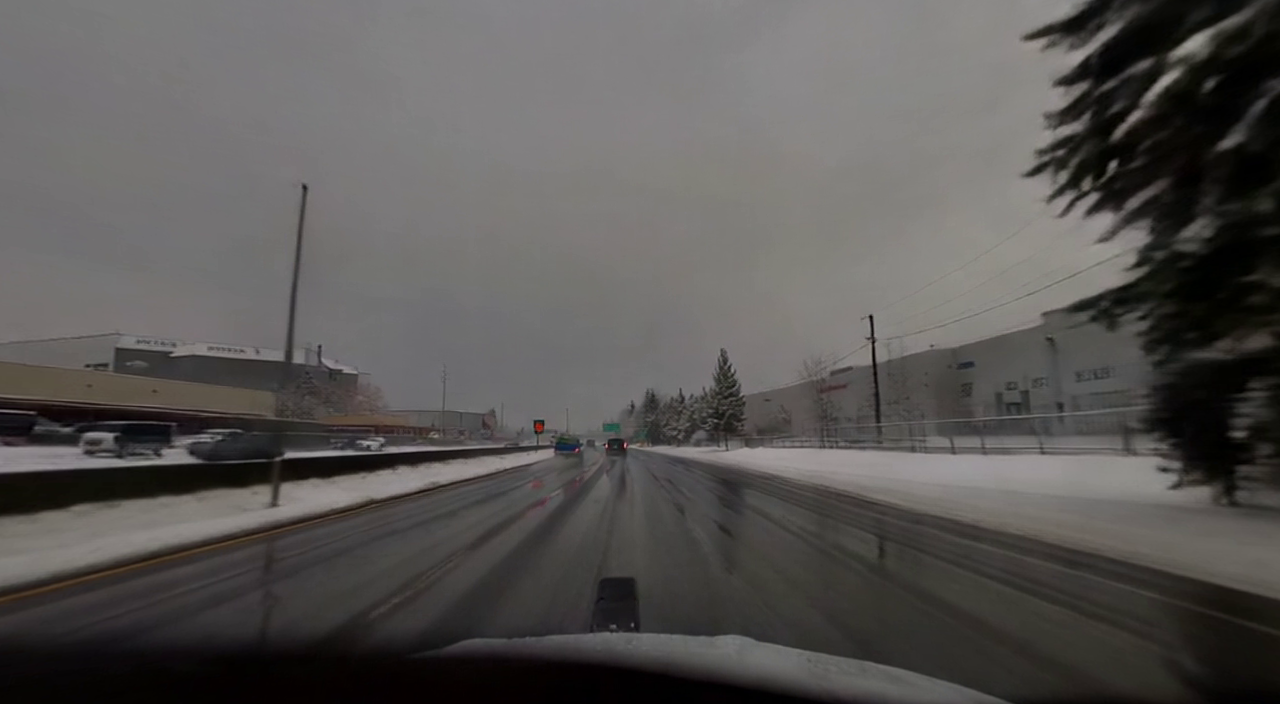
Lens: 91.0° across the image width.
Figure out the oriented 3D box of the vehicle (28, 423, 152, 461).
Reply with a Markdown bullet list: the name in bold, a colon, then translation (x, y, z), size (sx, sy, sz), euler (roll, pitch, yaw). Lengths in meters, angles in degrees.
- **vehicle**: translation (-30.174, 4.946, 34.669), size (4.674, 1.939, 2.061), euler (0, -8, -7)

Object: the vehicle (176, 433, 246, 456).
- **vehicle**: translation (-30.699, 6.604, 45.083), size (3.552, 1.415, 1.847), euler (3, -7, -6)

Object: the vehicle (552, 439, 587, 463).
- **vehicle**: translation (-4.741, 6.705, 42.828), size (2.045, 1.547, 4.162), euler (0, -8, -2)
